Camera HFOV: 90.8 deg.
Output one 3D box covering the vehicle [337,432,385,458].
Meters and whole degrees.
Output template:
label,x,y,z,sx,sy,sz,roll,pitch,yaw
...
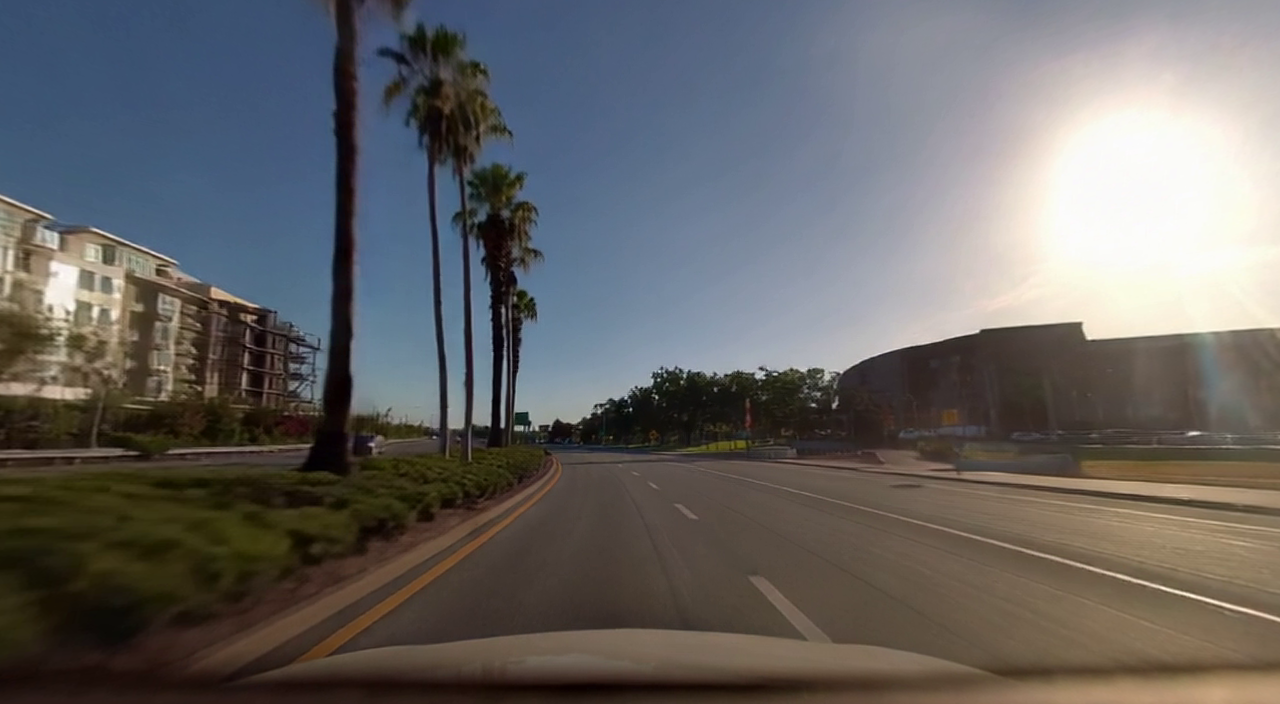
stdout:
label,x,y,z,sx,sy,sz,roll,pitch,yaw
vehicle,-19.852,6.676,45.196,2.025,1.716,4.552,1,-9,-10
